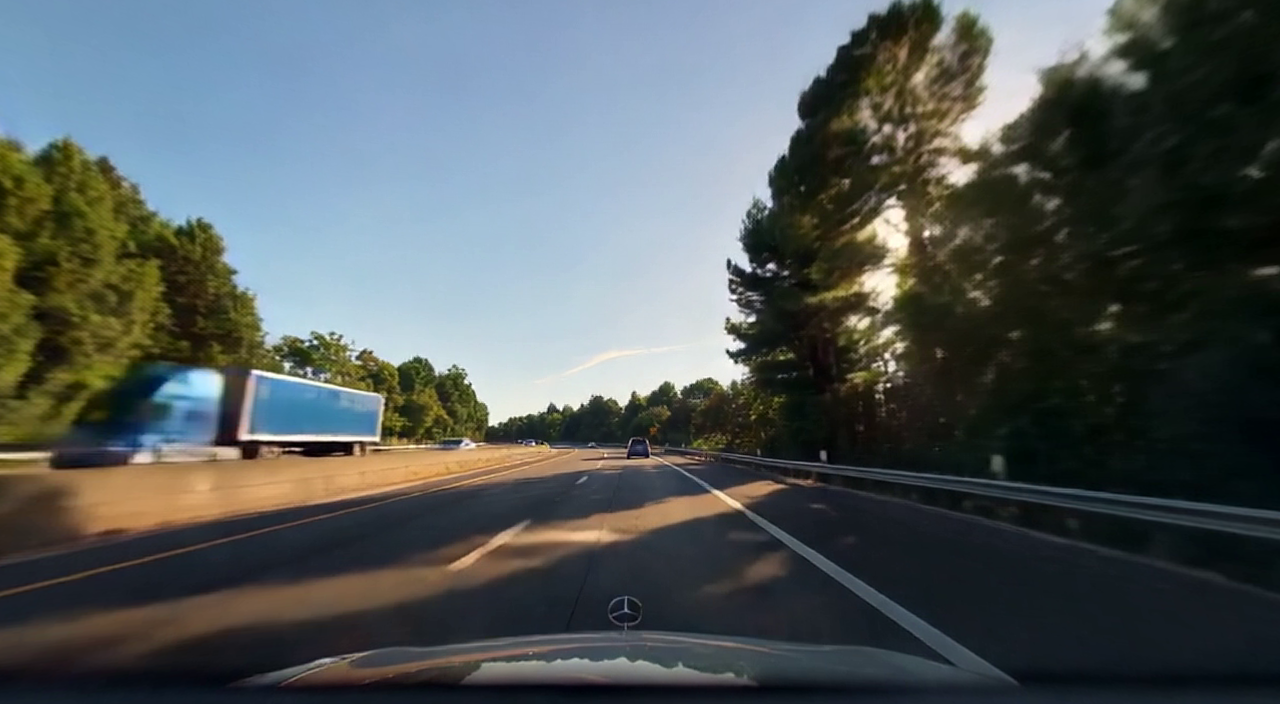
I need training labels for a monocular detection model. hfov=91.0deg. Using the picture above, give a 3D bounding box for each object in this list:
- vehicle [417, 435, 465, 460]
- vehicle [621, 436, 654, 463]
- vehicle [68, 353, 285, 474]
[{"bbox_3d":[-12.817,6.183,40.810,1.817,1.487,4.134,0,-8,-1],"label":"vehicle"},{"bbox_3d":[-0.231,6.545,42.443,2.079,1.729,4.380,0,-8,-2],"label":"vehicle"},{"bbox_3d":[-16.966,2.466,23.851,3.116,3.942,6.536,0,-8,-1],"label":"vehicle"}]
